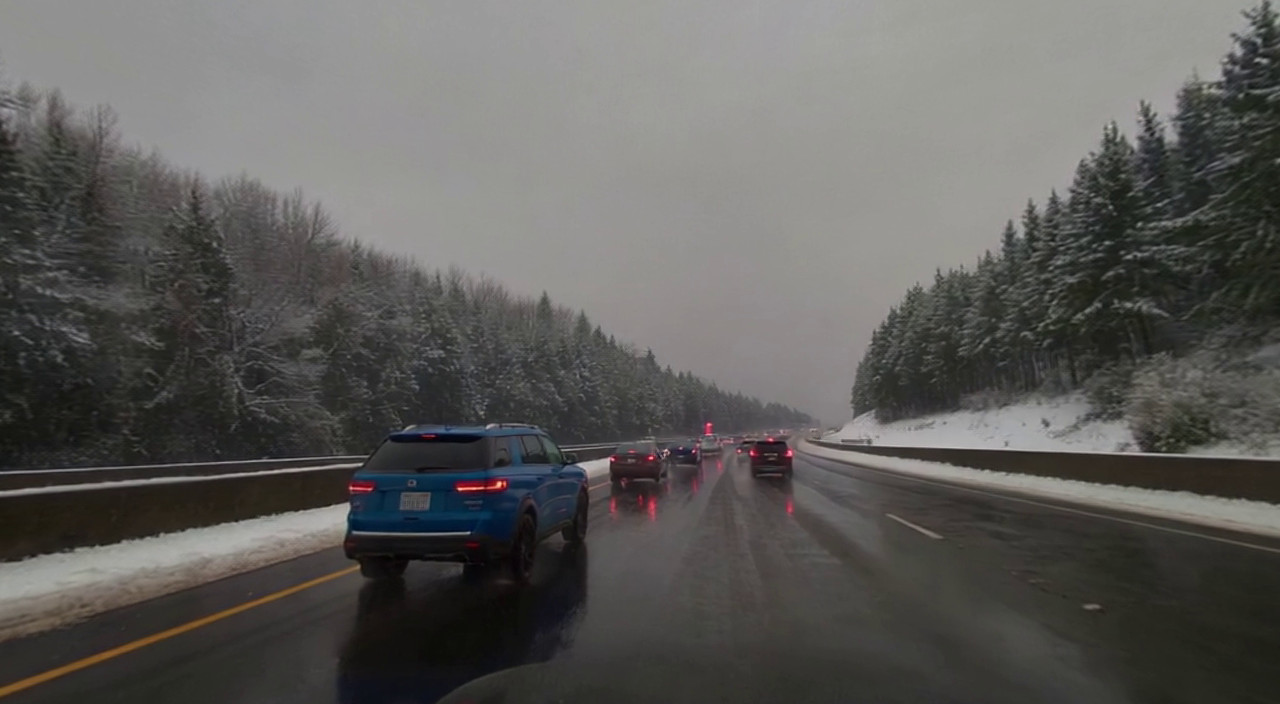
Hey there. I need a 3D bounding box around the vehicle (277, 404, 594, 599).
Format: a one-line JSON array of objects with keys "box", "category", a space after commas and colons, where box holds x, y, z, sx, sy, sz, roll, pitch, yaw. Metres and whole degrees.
[{"box": [-1.939, 1.578, 7.531, 2.021, 1.635, 4.085, -1, -8, 7], "category": "vehicle"}]

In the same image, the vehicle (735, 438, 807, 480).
[{"box": [4.907, 4.057, 24.232, 1.962, 1.442, 4.536, 0, -8, 2], "category": "vehicle"}]

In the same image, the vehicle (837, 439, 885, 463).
[{"box": [14.468, 6.514, 41.513, 1.990, 1.478, 4.475, -1, -8, 6], "category": "vehicle"}]

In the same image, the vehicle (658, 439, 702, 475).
[{"box": [1.791, 4.563, 27.603, 1.755, 1.457, 3.686, -1, -8, 5], "category": "vehicle"}]

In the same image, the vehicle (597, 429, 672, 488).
[{"box": [-0.077, 3.323, 19.862, 2.017, 1.662, 3.543, -1, -8, 5], "category": "vehicle"}]
